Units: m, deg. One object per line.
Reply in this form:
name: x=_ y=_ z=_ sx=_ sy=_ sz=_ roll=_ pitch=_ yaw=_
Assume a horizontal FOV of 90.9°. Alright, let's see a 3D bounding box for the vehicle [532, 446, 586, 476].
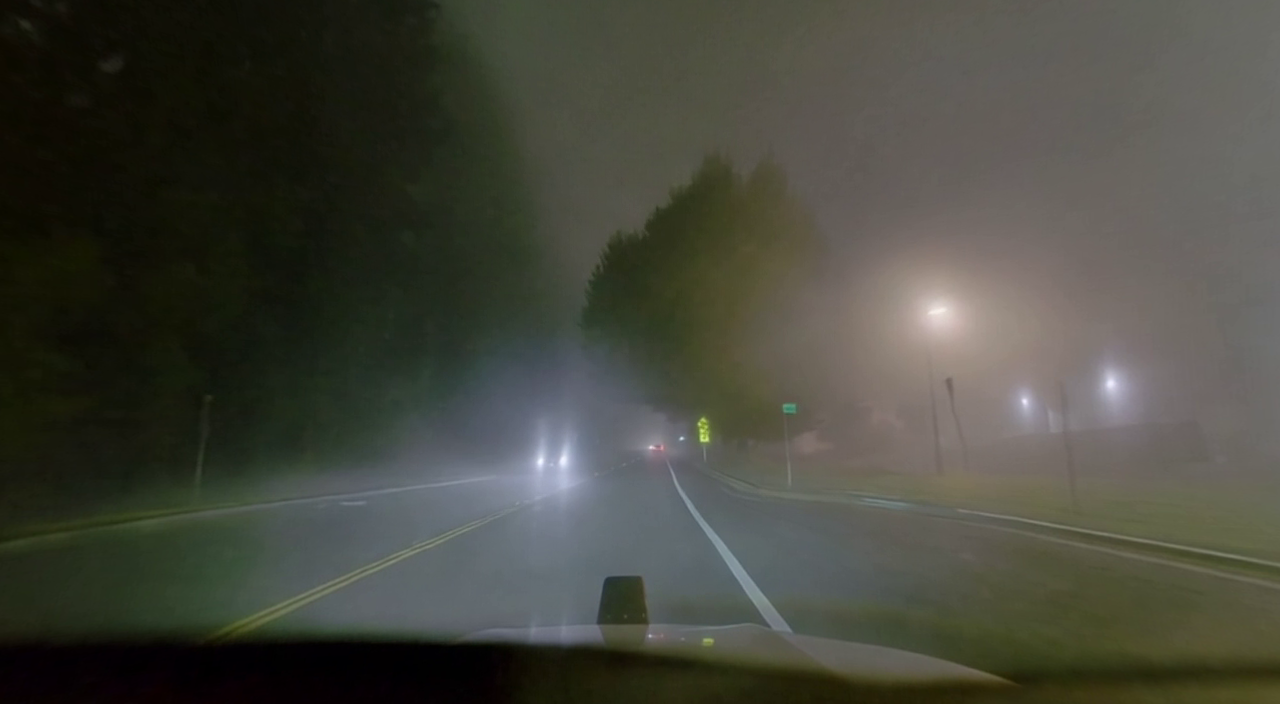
vehicle: x=-3.964 y=5.396 z=31.450 sx=1.923 sy=1.366 sz=3.965 roll=-1 pitch=-8 yaw=4
